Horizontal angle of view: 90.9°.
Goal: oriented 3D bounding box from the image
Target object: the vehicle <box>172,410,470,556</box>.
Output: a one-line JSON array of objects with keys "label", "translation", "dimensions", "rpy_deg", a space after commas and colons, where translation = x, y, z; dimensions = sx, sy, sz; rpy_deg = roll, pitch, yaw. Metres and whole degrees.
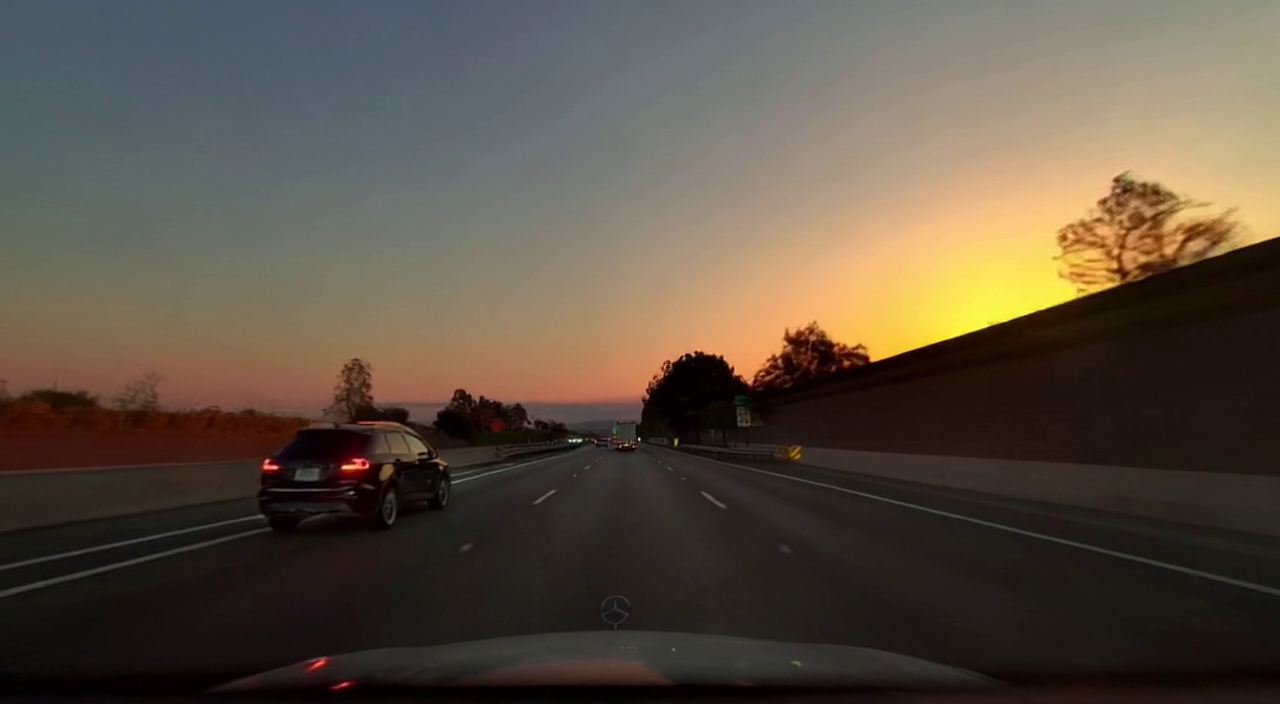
[{"label": "vehicle", "translation": [-4.274, 1.811, 9.587], "dimensions": [2.123, 1.655, 4.688], "rpy_deg": [0, -8, -1]}]
